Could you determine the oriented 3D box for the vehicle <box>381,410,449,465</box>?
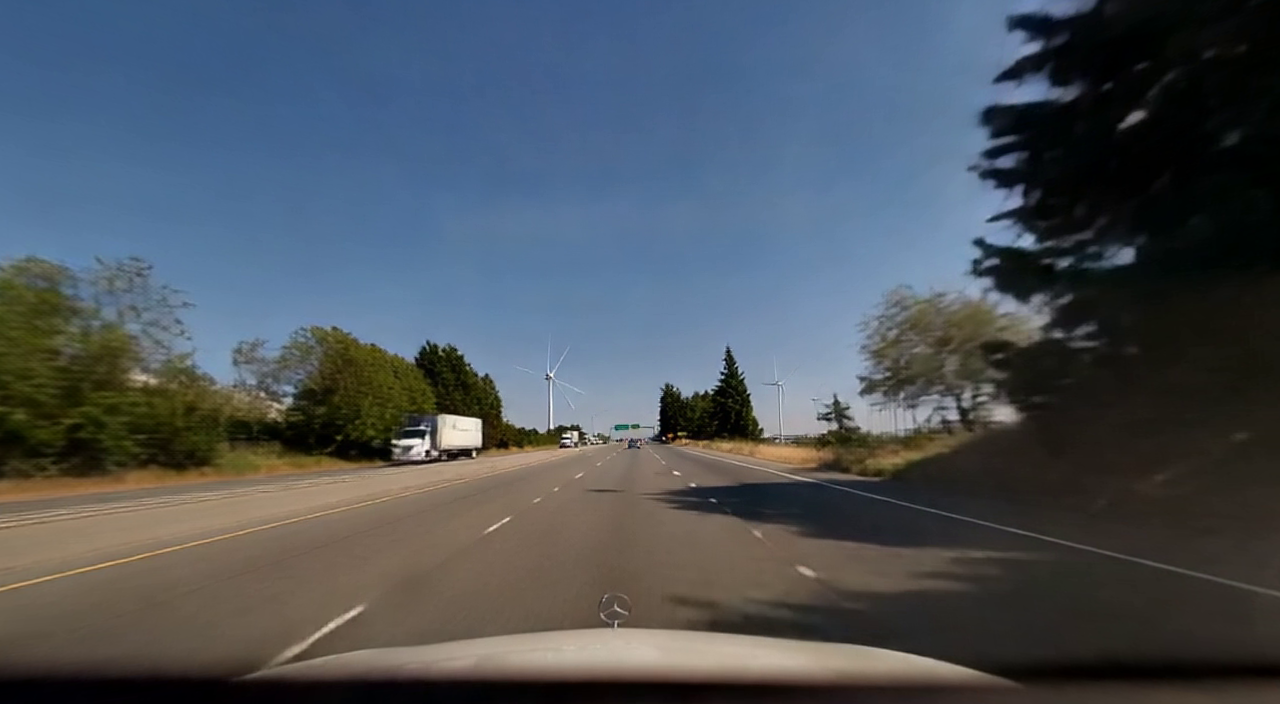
[{"bbox_3d":[-17.195,6.614,48.561,3.021,3.900,5.847,0,-8,-1],"label":"vehicle"}]
